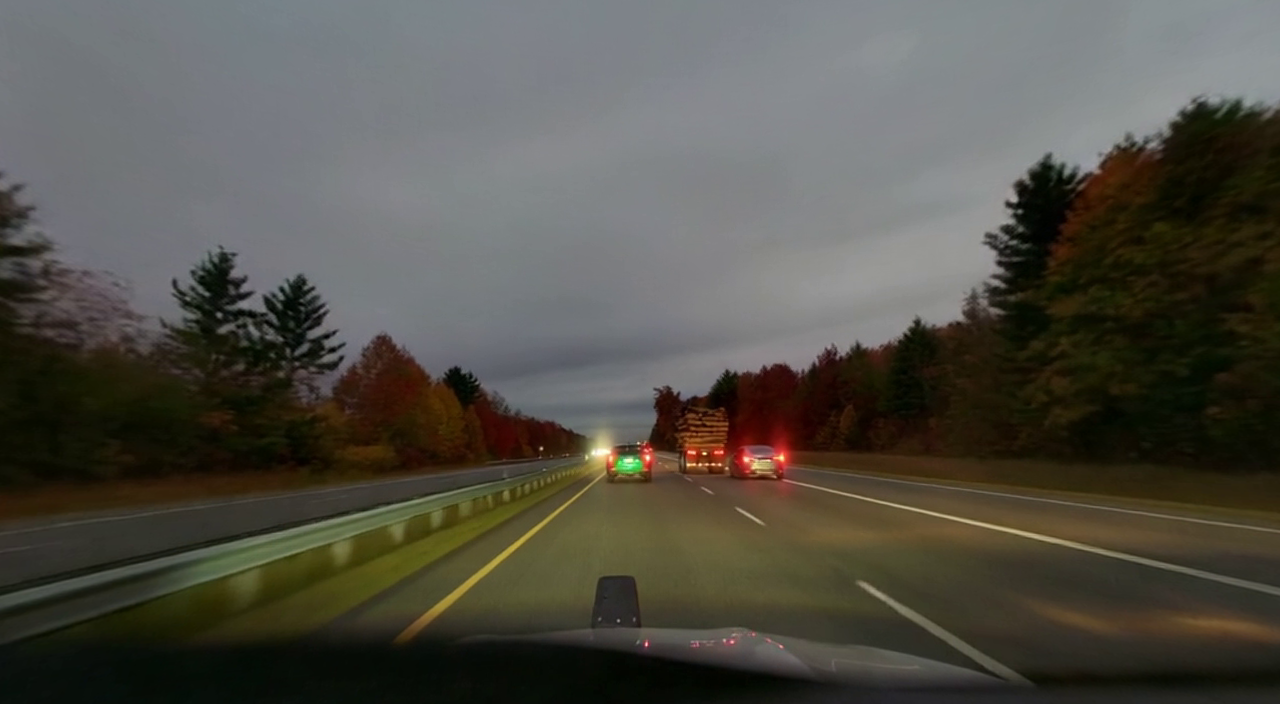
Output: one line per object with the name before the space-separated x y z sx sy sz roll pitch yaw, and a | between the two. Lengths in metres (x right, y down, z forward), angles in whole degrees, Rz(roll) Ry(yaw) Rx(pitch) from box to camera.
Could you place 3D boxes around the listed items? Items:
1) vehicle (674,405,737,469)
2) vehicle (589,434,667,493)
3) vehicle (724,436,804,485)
vehicle | 4.284 5.894 42.972 3.125 3.895 8.461 0 -9 -2
vehicle | -0.394 3.553 20.299 2.263 1.699 3.936 0 -9 -1
vehicle | 4.675 4.162 24.305 2.057 1.660 4.525 0 -9 -1
